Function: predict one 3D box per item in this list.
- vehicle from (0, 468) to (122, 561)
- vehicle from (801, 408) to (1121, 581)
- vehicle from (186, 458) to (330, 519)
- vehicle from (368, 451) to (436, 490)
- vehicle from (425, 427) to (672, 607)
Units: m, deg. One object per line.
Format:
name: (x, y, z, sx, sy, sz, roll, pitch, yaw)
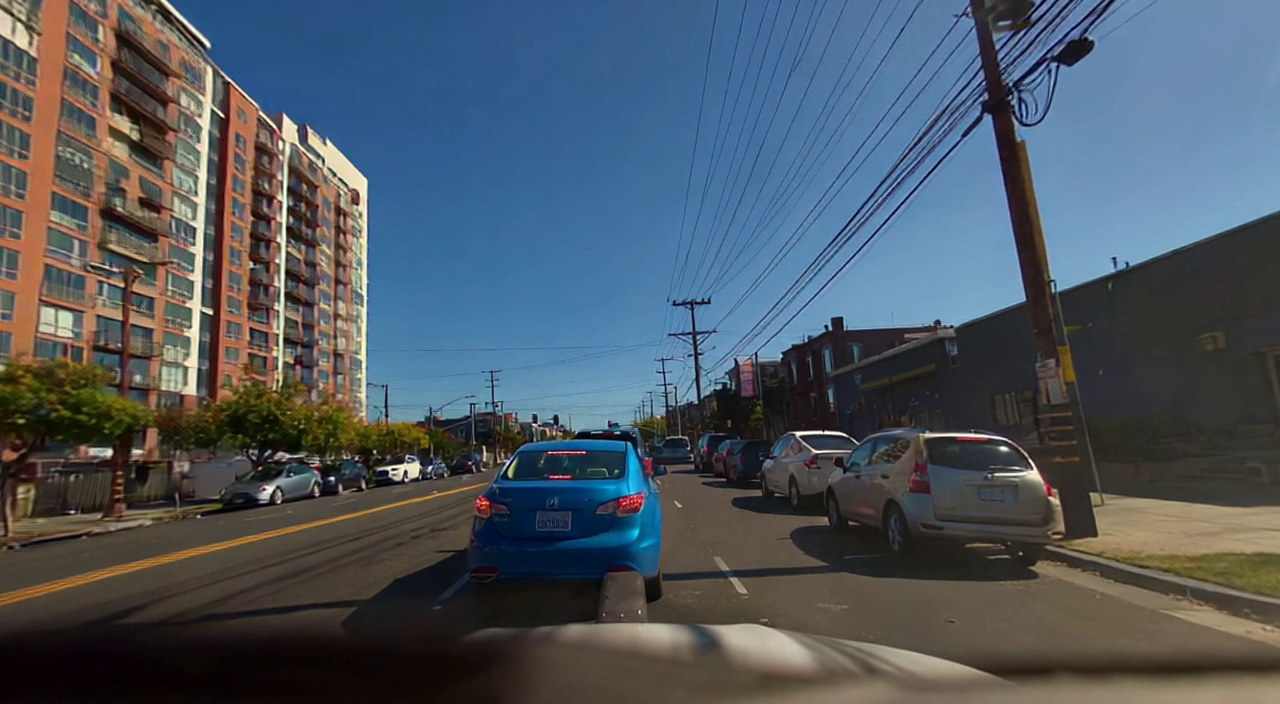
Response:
vehicle: (-11.913, 2.902, 11.003, 1.850, 1.487, 4.711, -3, -8, -1)
vehicle: (3.792, 1.757, 8.607, 1.967, 1.721, 4.410, 0, -9, -1)
vehicle: (-11.862, 4.228, 20.048, 1.868, 1.491, 4.367, -4, -9, 0)
vehicle: (-11.930, 5.919, 31.927, 2.011, 1.687, 4.079, -3, -8, -2)
vehicle: (-0.726, 1.696, 7.531, 2.019, 1.453, 4.603, 0, -8, 1)
